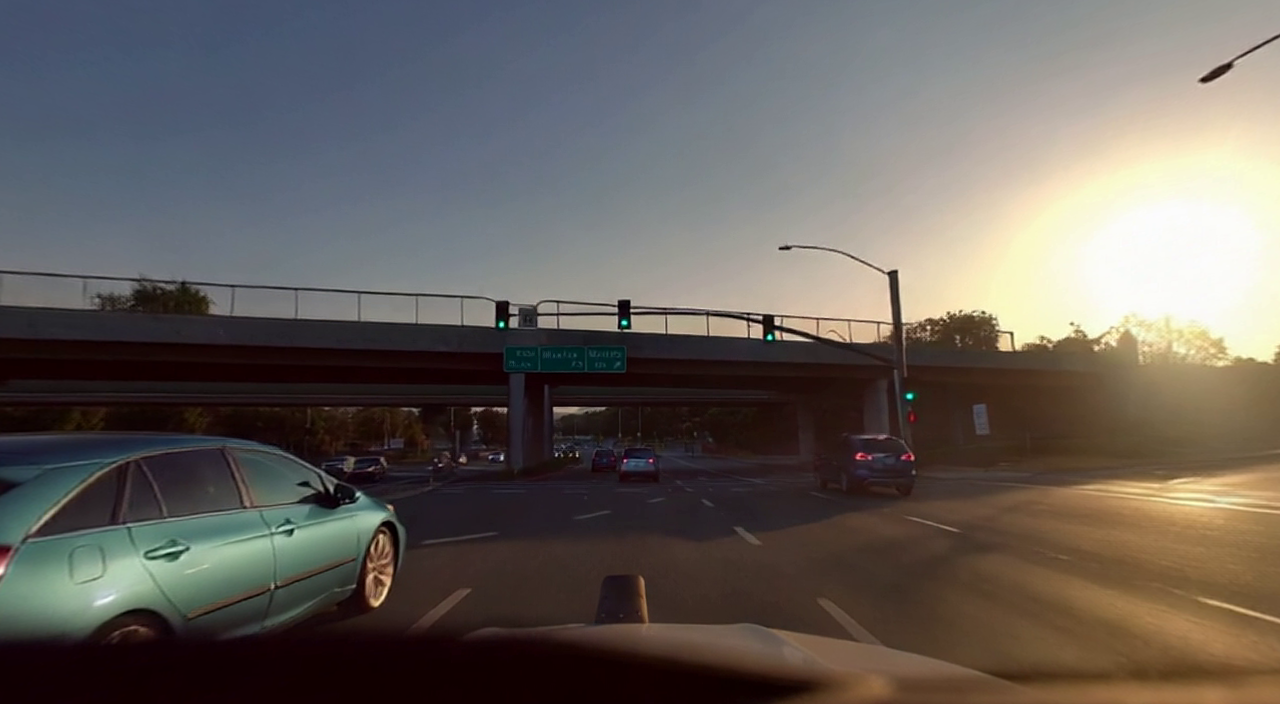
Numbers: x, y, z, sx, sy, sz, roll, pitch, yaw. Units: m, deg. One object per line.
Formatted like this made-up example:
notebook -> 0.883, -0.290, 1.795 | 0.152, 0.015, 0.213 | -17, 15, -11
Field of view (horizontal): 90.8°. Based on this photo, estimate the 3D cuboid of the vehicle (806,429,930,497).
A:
vehicle -> 6.683, 3.286, 19.114 | 2.074, 1.785, 4.320 | 0, -8, -1

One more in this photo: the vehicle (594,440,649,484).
vehicle -> -0.708, 4.821, 28.006 | 2.060, 1.768, 4.681 | -1, -8, 3

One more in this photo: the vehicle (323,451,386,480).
vehicle -> -19.255, 7.632, 42.832 | 1.990, 1.789, 4.973 | 0, -8, -1

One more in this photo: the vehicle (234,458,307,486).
vehicle -> -23.249, 7.525, 39.996 | 1.849, 1.539, 4.665 | 0, -8, -1
